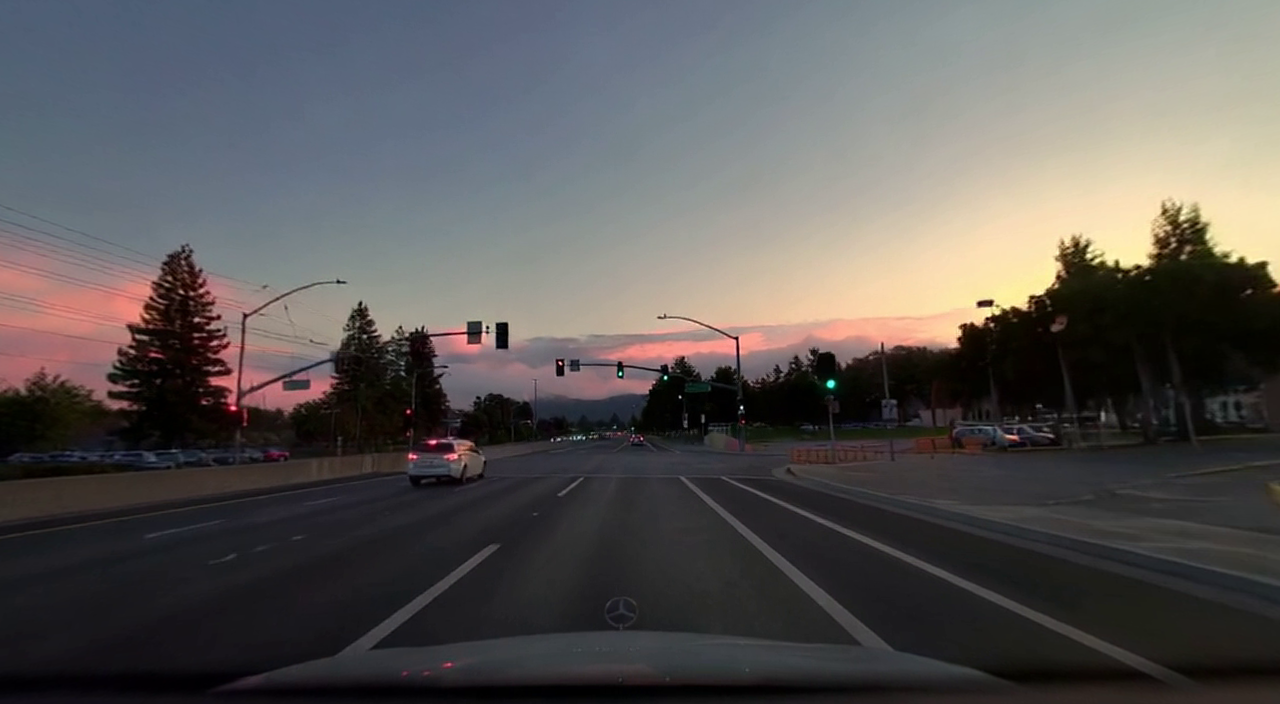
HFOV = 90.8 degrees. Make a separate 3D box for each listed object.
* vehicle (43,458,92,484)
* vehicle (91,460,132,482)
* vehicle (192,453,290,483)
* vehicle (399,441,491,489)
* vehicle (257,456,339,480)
[{"bbox_3d":[-43.589,9.054,48.156,2.020,1.784,4.391,5,-10,-34],"label":"vehicle"},{"bbox_3d":[-40.556,9.137,48.579,1.906,1.496,4.381,5,-10,-34],"label":"vehicle"},{"bbox_3d":[-24.662,7.178,39.140,4.722,1.741,2.142,-1,-9,7],"label":"vehicle"},{"bbox_3d":[-6.483,3.778,21.515,1.928,1.451,4.219,0,-9,-2],"label":"vehicle"},{"bbox_3d":[-22.636,7.653,41.888,4.298,1.466,1.921,-1,-9,4],"label":"vehicle"}]
